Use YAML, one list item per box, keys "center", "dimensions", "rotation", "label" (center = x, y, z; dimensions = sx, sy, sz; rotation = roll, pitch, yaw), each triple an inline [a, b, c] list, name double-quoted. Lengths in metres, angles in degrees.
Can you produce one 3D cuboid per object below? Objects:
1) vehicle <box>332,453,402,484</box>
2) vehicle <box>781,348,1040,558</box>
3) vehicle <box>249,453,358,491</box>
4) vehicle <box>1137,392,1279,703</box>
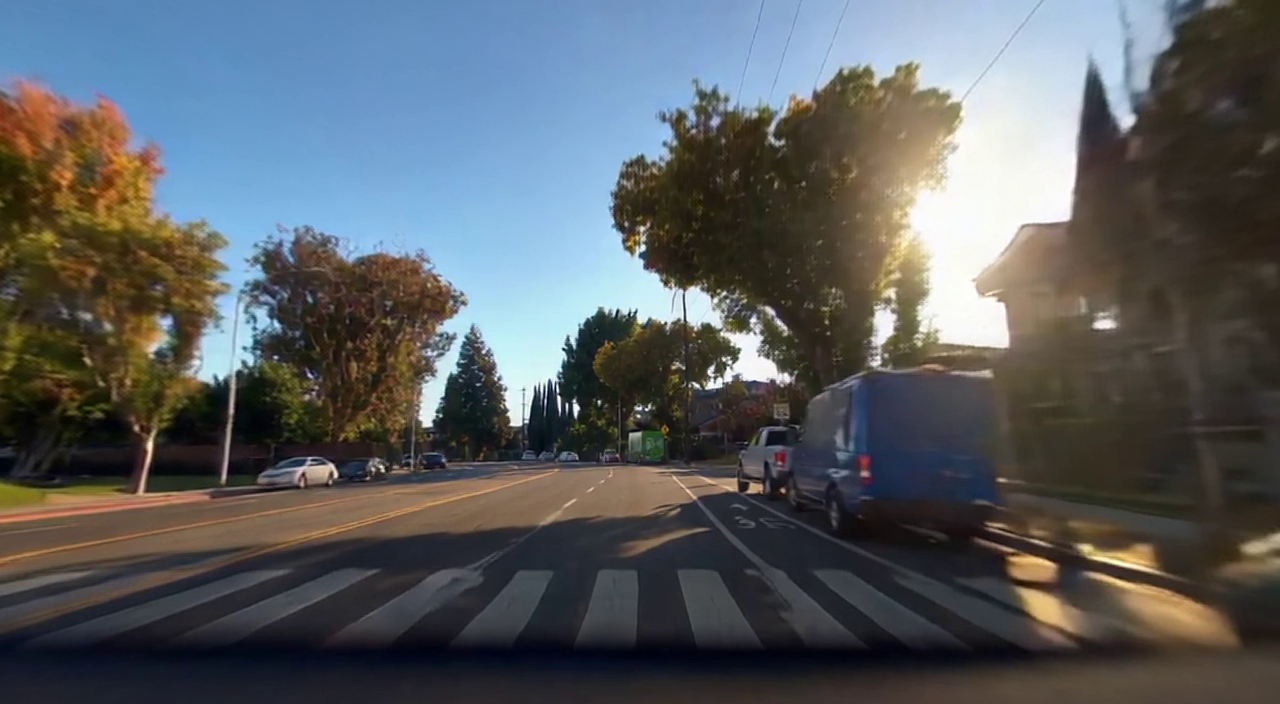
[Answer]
- center: [-14.878, 6.325, 34.505]
  dimensions: [1.934, 1.480, 4.510]
  rotation: [-2, -9, -1]
  label: "vehicle"
- center: [4.416, 1.827, 11.684]
  dimensions: [2.229, 2.912, 5.697]
  rotation: [0, -9, 0]
  label: "vehicle"
- center: [-14.864, 5.307, 28.109]
  dimensions: [1.990, 1.487, 4.767]
  rotation: [0, -9, 3]
  label: "vehicle"
- center: [4.055, 0.835, 1.800]
  dimensions: [1.970, 1.640, 4.087]
  rotation: [0, -9, 2]
  label: "vehicle"
